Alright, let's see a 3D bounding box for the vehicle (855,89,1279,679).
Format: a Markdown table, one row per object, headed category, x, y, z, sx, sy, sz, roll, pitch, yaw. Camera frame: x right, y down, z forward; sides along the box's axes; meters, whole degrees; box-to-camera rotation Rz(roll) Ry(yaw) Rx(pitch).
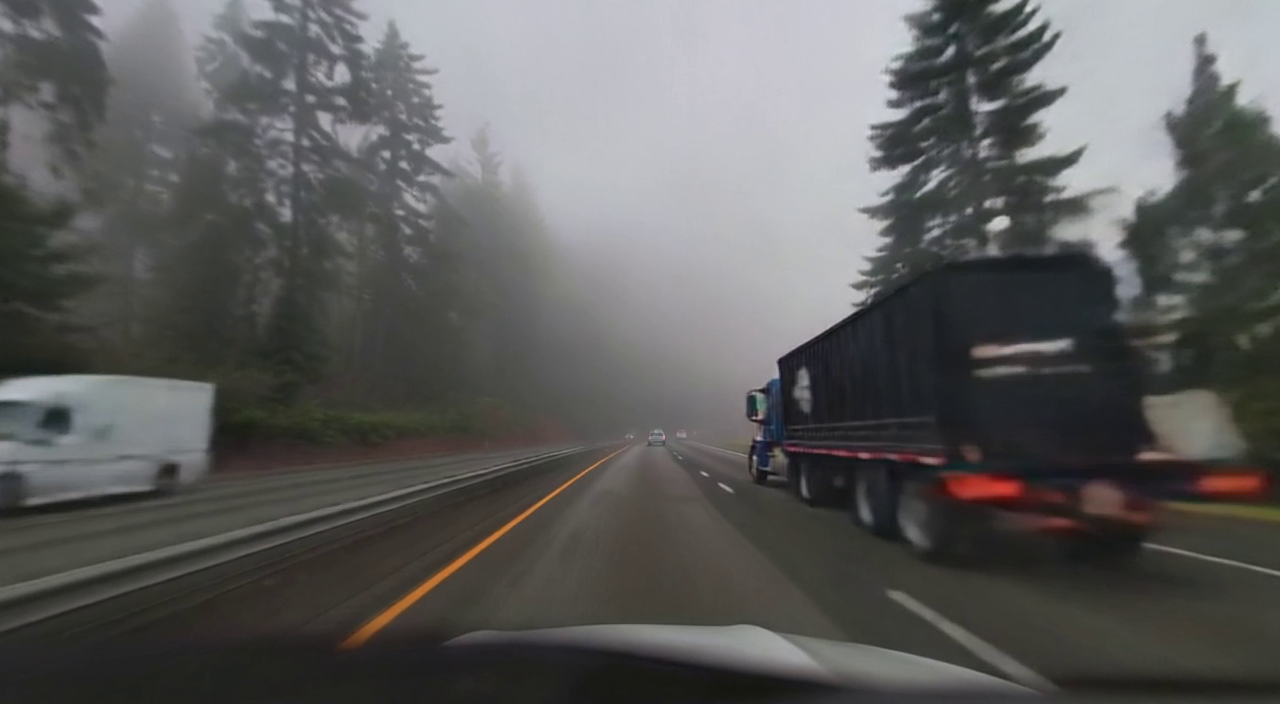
| category | x | y | z | sx | sy | sz | roll | pitch | yaw |
| --- | --- | --- | --- | --- | --- | --- | --- | --- | --- |
| vehicle | 4.338 | 0.406 | 6.038 | 2.749 | 3.357 | 4.979 | 0 | -8 | 1 |
